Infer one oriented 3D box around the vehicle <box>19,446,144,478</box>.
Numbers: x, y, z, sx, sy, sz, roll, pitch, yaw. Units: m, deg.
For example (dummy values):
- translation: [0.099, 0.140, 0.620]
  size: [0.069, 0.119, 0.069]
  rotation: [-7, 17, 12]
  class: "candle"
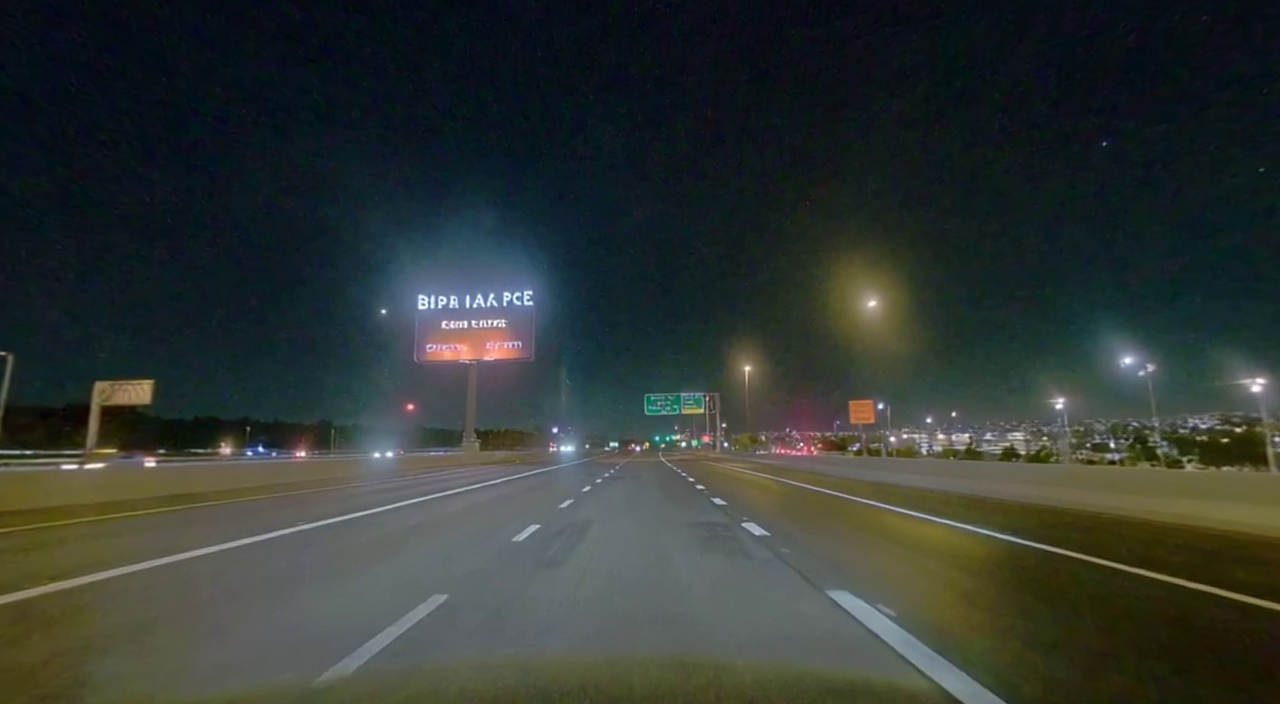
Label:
- translation: [-28.653, 5.650, 32.733]
  size: [1.874, 1.502, 5.025]
  rotation: [0, -9, 1]
  class: "vehicle"
